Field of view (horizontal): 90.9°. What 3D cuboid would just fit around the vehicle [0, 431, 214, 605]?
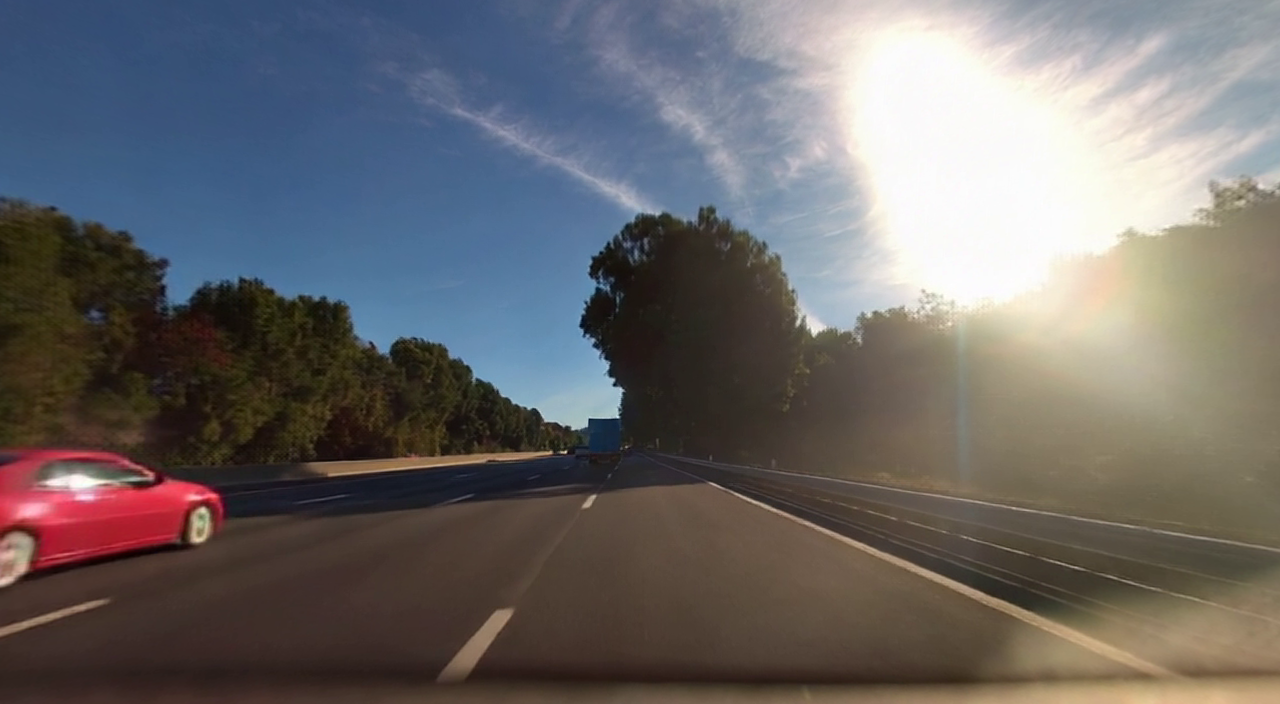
[{"bbox_3d":[-6.580,1.531,5.961,1.938,1.507,4.557,0,-9,0],"label":"vehicle"}]
